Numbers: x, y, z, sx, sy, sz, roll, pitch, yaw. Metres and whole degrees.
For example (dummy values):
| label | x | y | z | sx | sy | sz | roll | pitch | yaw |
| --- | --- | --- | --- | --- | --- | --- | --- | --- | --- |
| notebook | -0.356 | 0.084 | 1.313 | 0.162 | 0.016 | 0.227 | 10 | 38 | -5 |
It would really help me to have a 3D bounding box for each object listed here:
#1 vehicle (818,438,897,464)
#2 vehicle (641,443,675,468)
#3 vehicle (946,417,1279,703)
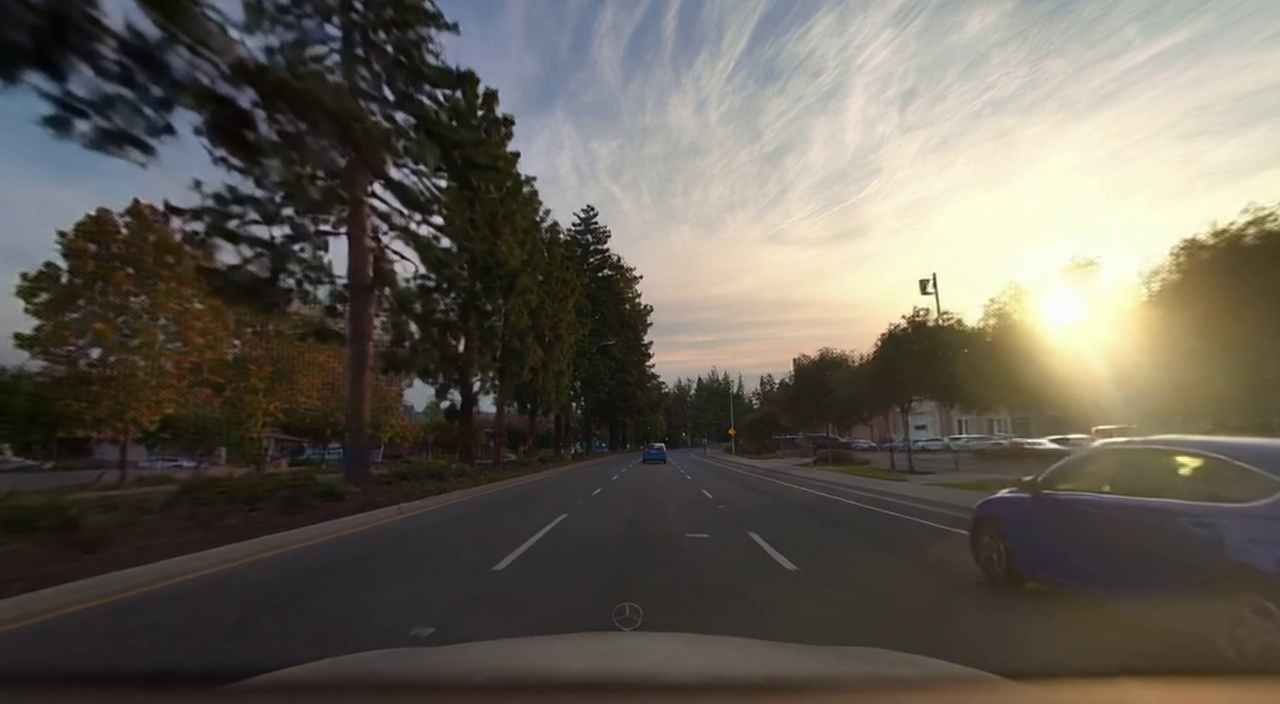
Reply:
| label | x | y | z | sx | sy | sz | roll | pitch | yaw |
| --- | --- | --- | --- | --- | --- | --- | --- | --- | --- |
| vehicle | 15.293 | 7.008 | 44.338 | 4.722 | 1.500 | 1.975 | -4 | -9 | 1 |
| vehicle | 1.152 | 6.715 | 40.914 | 2.144 | 1.505 | 4.128 | 0 | -8 | 1 |
| vehicle | 4.151 | 1.210 | 4.040 | 2.053 | 1.482 | 4.568 | 0 | -8 | 0 |
